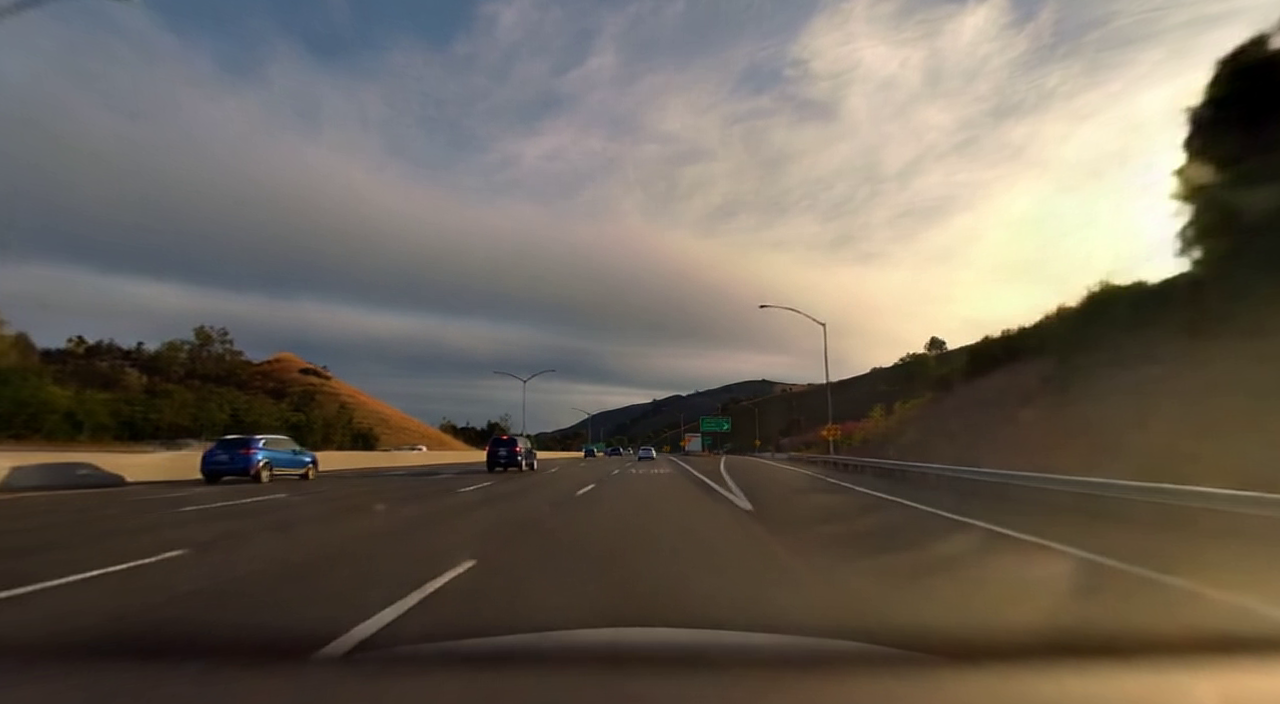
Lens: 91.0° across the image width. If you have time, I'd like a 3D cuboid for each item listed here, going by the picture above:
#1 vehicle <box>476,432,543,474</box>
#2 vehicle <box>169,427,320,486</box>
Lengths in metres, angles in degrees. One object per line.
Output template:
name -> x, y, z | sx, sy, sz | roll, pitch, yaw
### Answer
vehicle -> -6.542, 5.166, 32.213 | 2.219, 1.947, 4.924 | 0, -9, 1
vehicle -> -13.766, 3.694, 22.404 | 2.079, 1.822, 4.893 | 0, -9, 1
